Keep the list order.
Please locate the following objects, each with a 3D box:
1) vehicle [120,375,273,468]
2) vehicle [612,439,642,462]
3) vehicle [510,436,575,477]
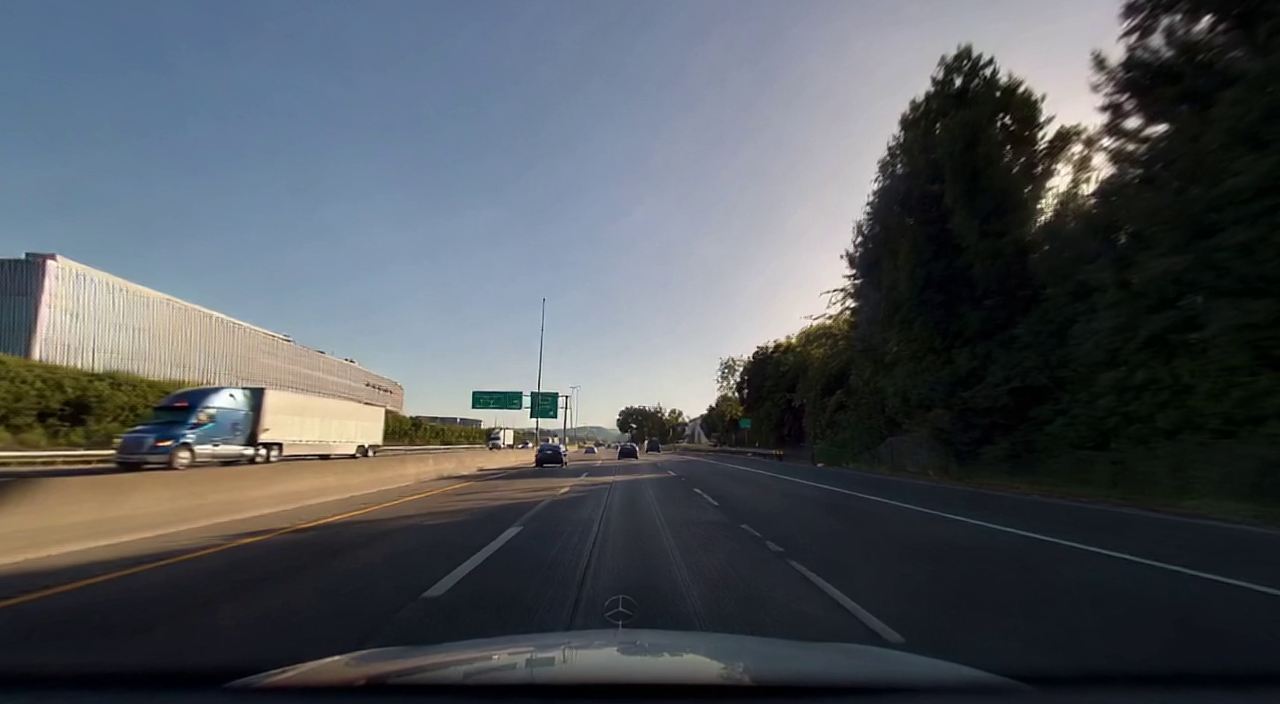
[{"bbox_3d":[-21.106,3.438,30.417,3.036,3.998,5.938,0,-8,-2],"label":"vehicle"},{"bbox_3d":[-1.084,7.547,48.285,2.196,1.699,4.499,0,-8,-2],"label":"vehicle"},{"bbox_3d":[-4.229,4.616,28.039,2.271,1.626,4.463,0,-8,-1],"label":"vehicle"}]
